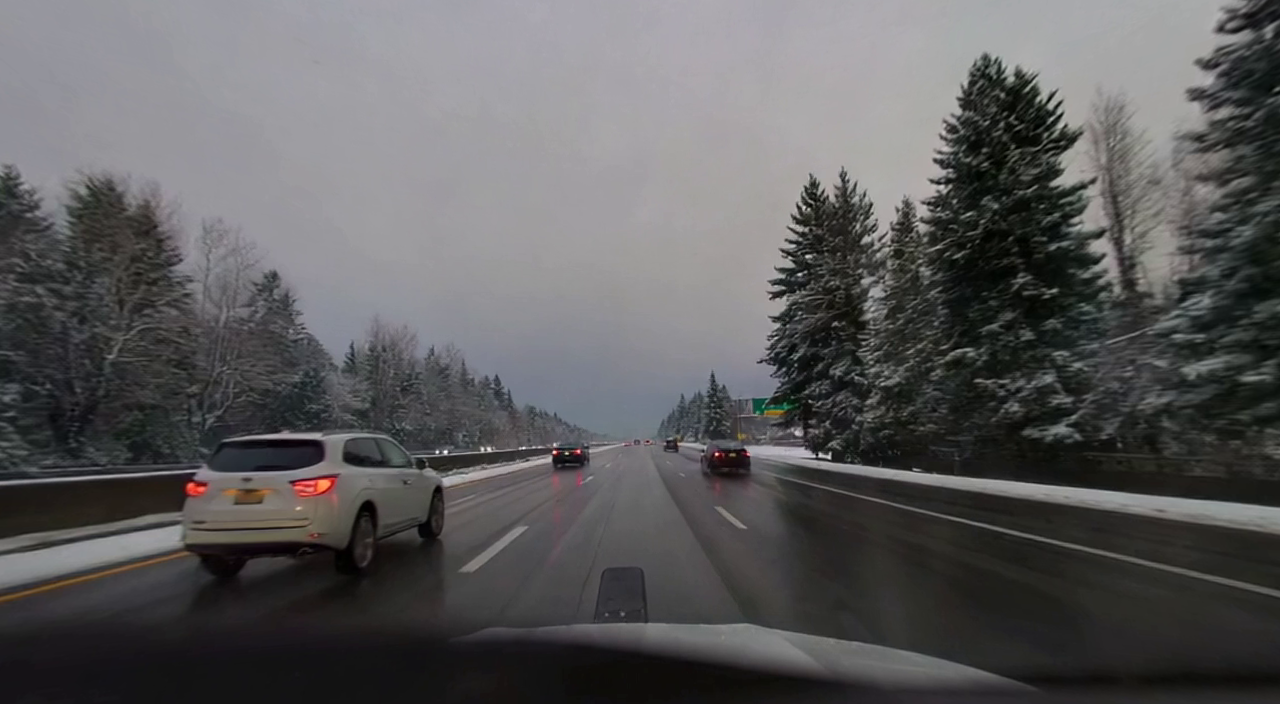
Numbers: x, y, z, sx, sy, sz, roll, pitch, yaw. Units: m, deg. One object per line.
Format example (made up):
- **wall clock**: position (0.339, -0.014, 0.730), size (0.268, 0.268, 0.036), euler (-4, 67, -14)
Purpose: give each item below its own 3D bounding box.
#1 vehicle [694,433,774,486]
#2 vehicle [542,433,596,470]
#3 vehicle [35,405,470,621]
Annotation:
- **vehicle**: position (3.022, 3.546, 21.085), size (1.996, 1.579, 3.841), euler (0, -8, -2)
- **vehicle**: position (-3.622, 5.215, 33.177), size (2.217, 1.773, 4.553), euler (0, -8, 1)
- **vehicle**: position (-3.525, 1.525, 6.939), size (2.049, 1.620, 4.153), euler (0, -8, 1)
